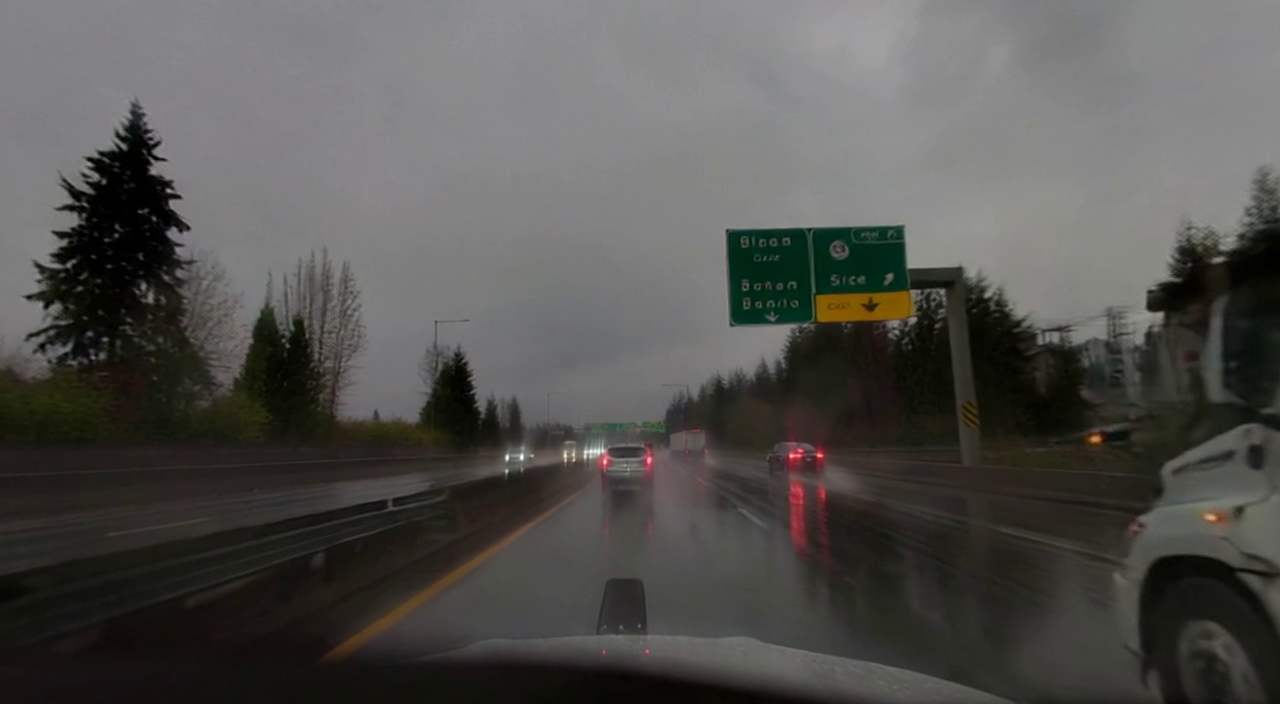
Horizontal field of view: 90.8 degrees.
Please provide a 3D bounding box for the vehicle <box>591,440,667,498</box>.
[{"bbox_3d":[-0.311,3.377,18.521,2.003,1.490,3.636,0,-9,0],"label":"vehicle"}]
